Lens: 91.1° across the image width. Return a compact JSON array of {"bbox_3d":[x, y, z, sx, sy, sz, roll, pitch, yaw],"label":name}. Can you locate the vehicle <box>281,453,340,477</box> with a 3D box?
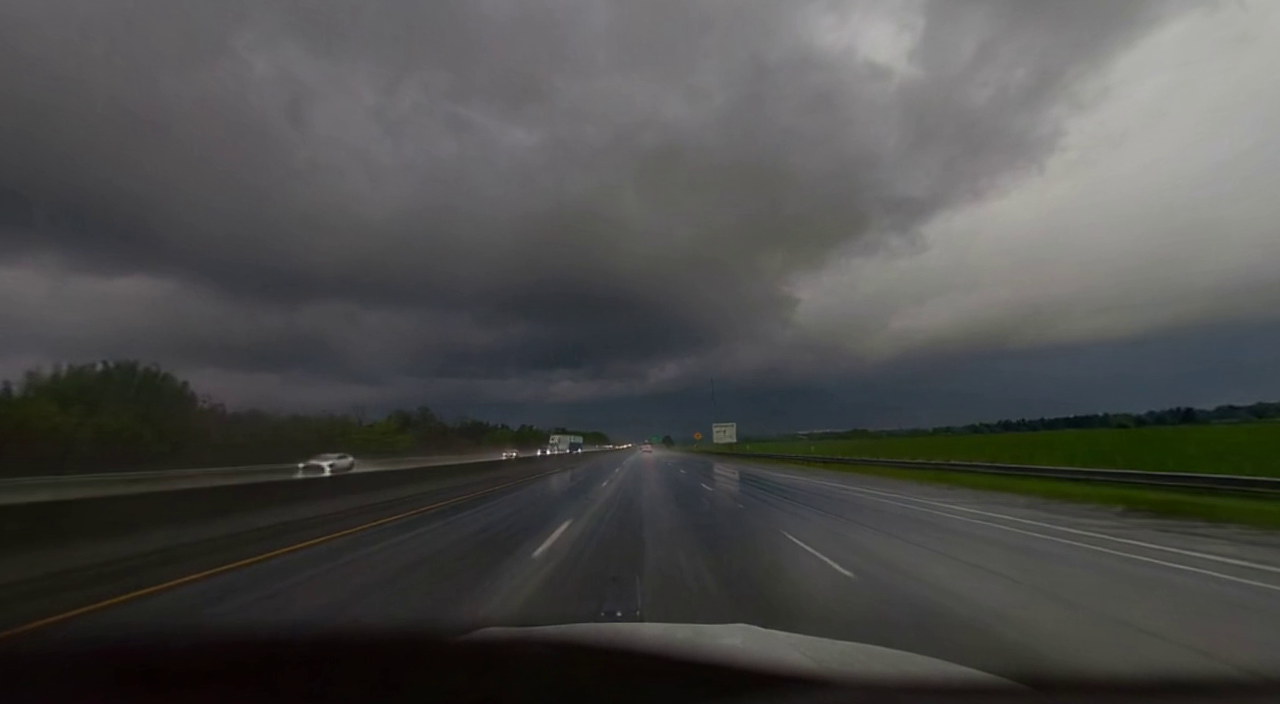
[{"bbox_3d":[-21.951,7.527,42.073,1.875,1.438,3.700,-1,-9,1],"label":"vehicle"}]
